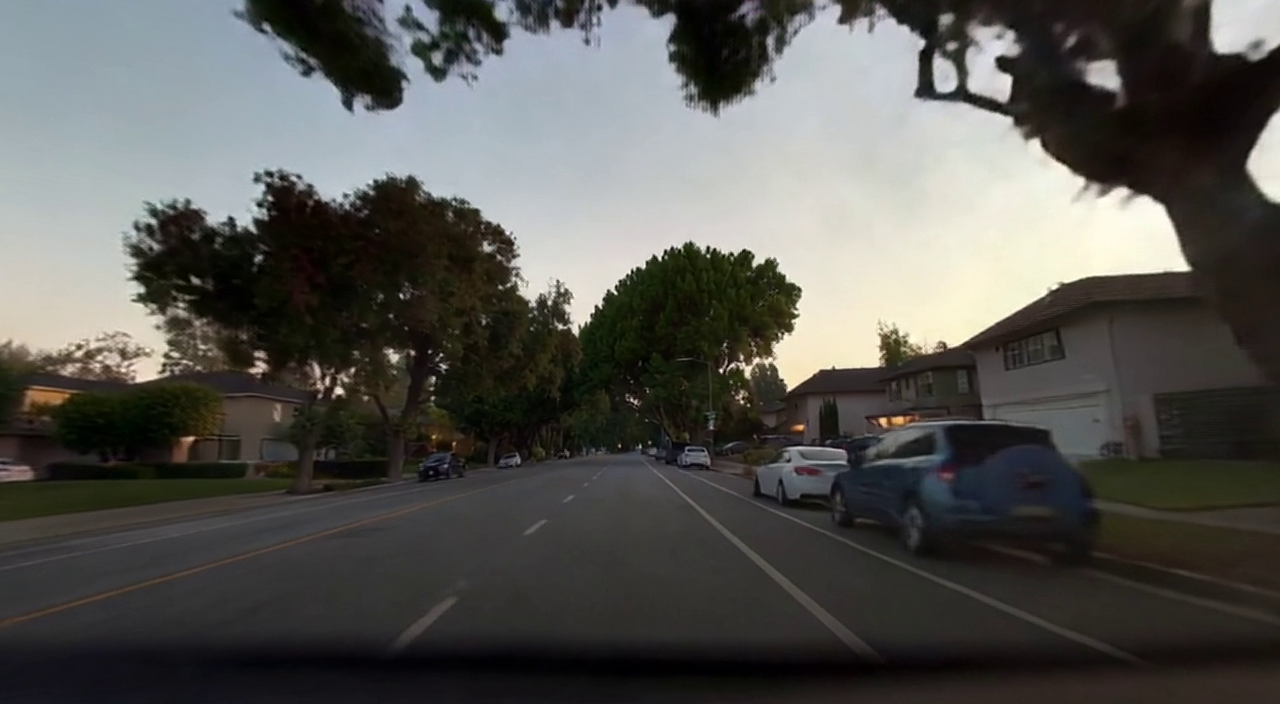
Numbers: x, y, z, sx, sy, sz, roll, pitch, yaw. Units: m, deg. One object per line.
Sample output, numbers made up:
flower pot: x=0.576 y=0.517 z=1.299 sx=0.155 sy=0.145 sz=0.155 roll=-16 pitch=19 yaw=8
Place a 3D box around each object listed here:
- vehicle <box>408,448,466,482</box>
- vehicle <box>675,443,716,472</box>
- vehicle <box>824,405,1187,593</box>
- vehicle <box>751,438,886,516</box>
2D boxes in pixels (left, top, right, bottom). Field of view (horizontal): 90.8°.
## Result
vehicle: x=-11.571 y=6.429 z=36.289 sx=2.091 sy=1.717 sz=4.392 roll=0 pitch=-8 yaw=-3
vehicle: x=3.378 y=6.502 z=39.312 sx=2.007 sy=1.657 sz=4.362 roll=0 pitch=-8 yaw=-2
vehicle: x=4.066 y=1.691 z=8.165 sx=1.915 sy=1.715 sz=4.451 roll=0 pitch=-8 yaw=-1
vehicle: x=3.940 y=2.808 z=14.774 sx=1.901 sy=1.521 sz=4.204 roll=-1 pitch=-8 yaw=0
